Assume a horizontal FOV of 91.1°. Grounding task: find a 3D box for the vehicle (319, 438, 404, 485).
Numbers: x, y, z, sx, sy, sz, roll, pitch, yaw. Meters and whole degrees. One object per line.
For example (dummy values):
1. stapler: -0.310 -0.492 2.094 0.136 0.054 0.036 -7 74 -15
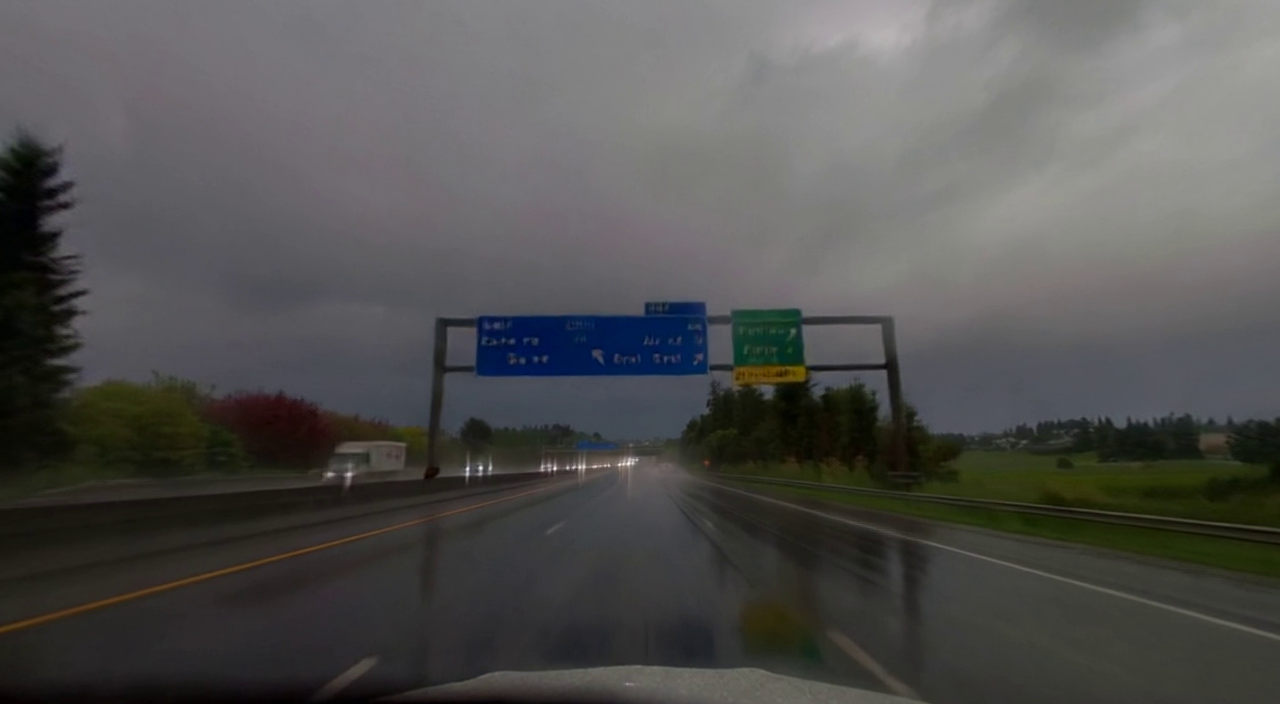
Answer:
1. vehicle: -19.005 7.604 43.385 2.527 2.934 6.701 1 -11 1
